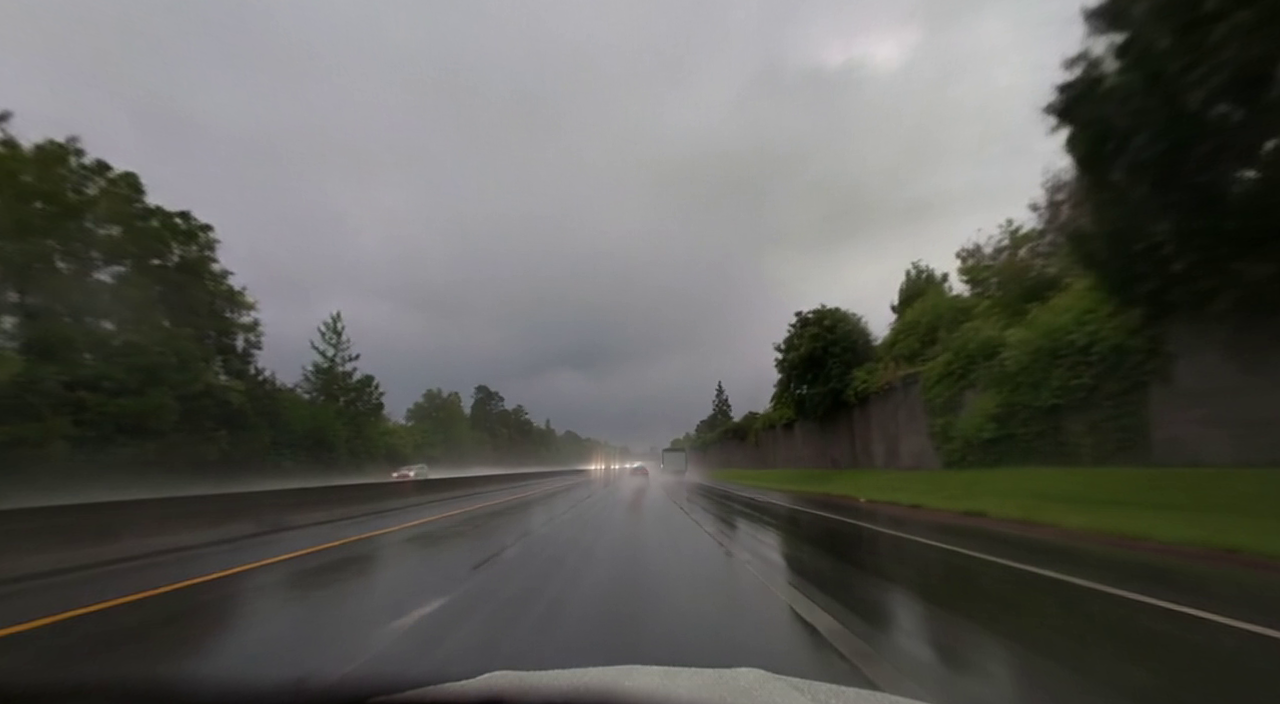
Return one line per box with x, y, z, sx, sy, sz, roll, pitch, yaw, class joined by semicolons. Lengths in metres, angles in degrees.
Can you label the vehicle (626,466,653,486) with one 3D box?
-0.083;9.739;49.503;2.015;1.478;3.920;1;-10;-1;vehicle
